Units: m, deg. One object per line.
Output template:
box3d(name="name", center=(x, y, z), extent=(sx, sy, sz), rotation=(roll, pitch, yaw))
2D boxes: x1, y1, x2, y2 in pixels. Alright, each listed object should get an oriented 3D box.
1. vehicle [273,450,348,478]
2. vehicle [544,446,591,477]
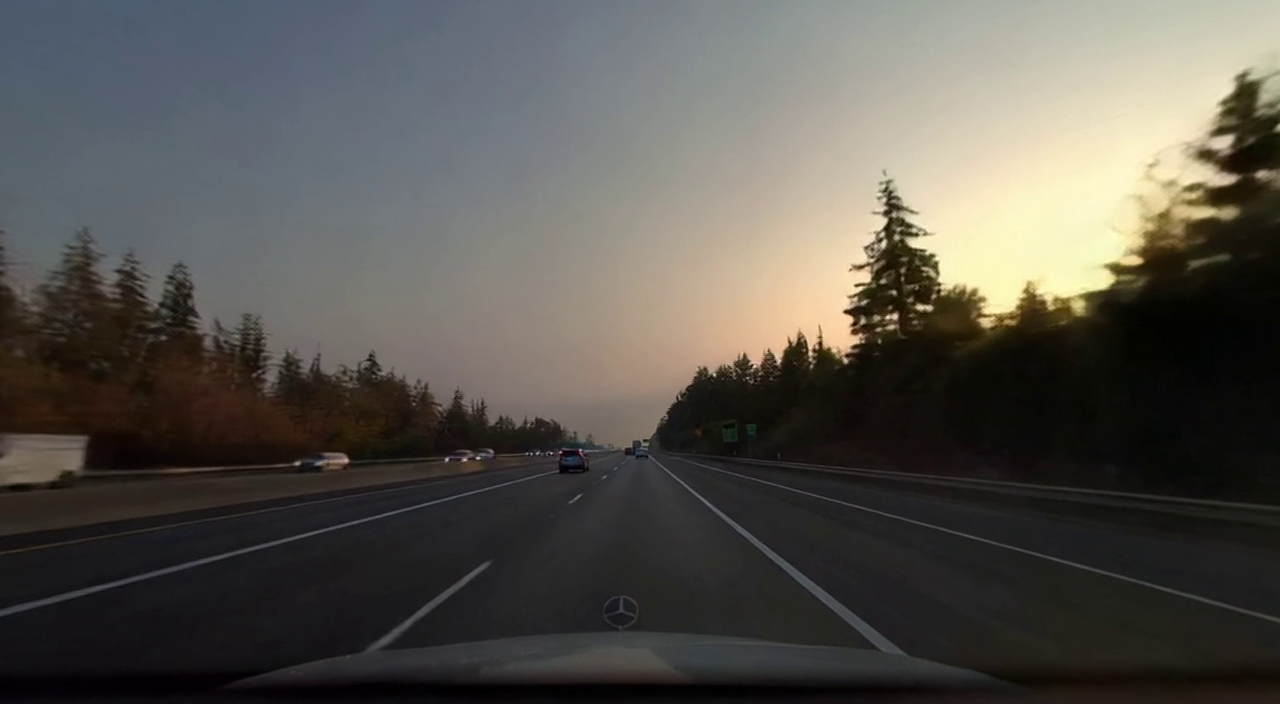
box3d(name="vehicle", center=(-19.447, 6.596, 37.257), extent=(1.977, 1.541, 4.395), rotation=(0, -9, 1))
box3d(name="vehicle", center=(-3.704, 5.670, 32.713), extent=(1.933, 1.497, 3.973), rotation=(0, -9, 0))
